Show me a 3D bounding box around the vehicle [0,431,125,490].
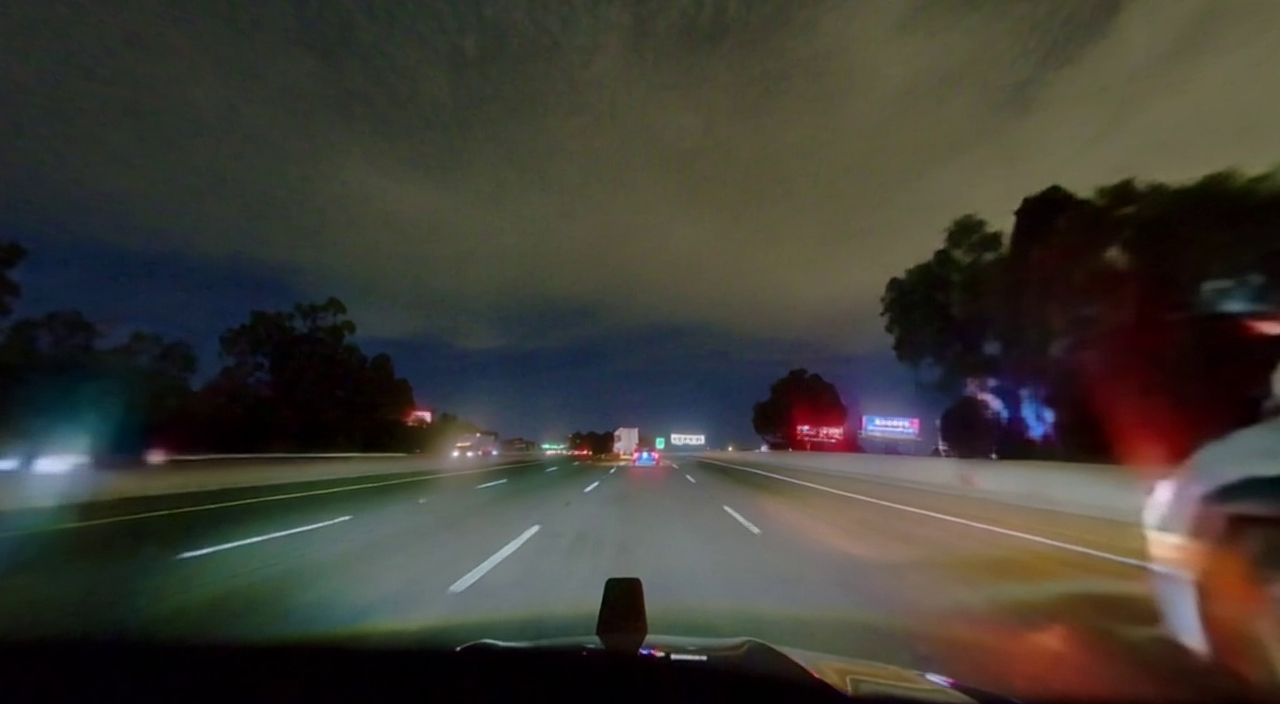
[{"bbox_3d":[-17.882,3.115,18.373,1.885,1.542,4.520,0,-8,1],"label":"vehicle"}]

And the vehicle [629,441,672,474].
[{"bbox_3d":[0.451,5.246,31.641,2.042,1.528,4.300,0,-8,-1],"label":"vehicle"}]
